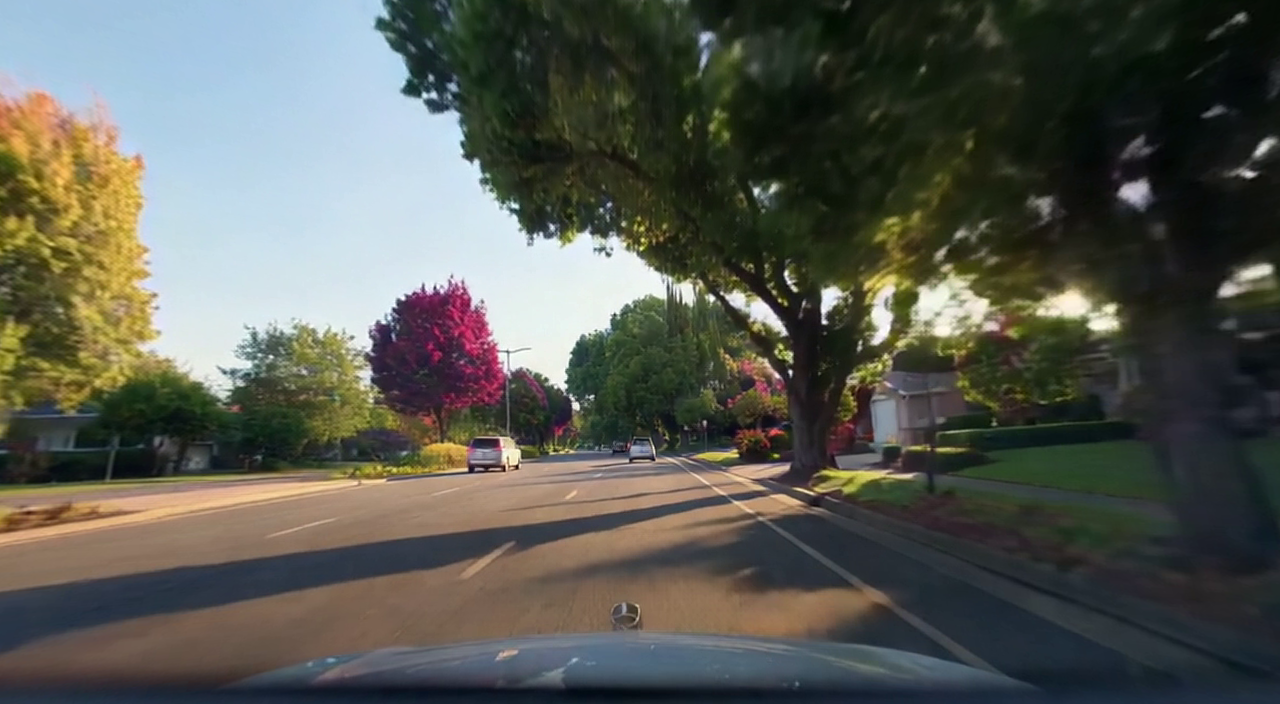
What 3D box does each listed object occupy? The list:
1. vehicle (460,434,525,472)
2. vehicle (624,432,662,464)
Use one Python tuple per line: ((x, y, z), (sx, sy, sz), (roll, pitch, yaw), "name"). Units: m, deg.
((-6.971, 4.815, 30.386), (1.993, 1.657, 4.487), (-1, -8, 1), "vehicle")
((0.203, 5.616, 37.056), (2.070, 1.764, 4.552), (-1, -8, 1), "vehicle")
